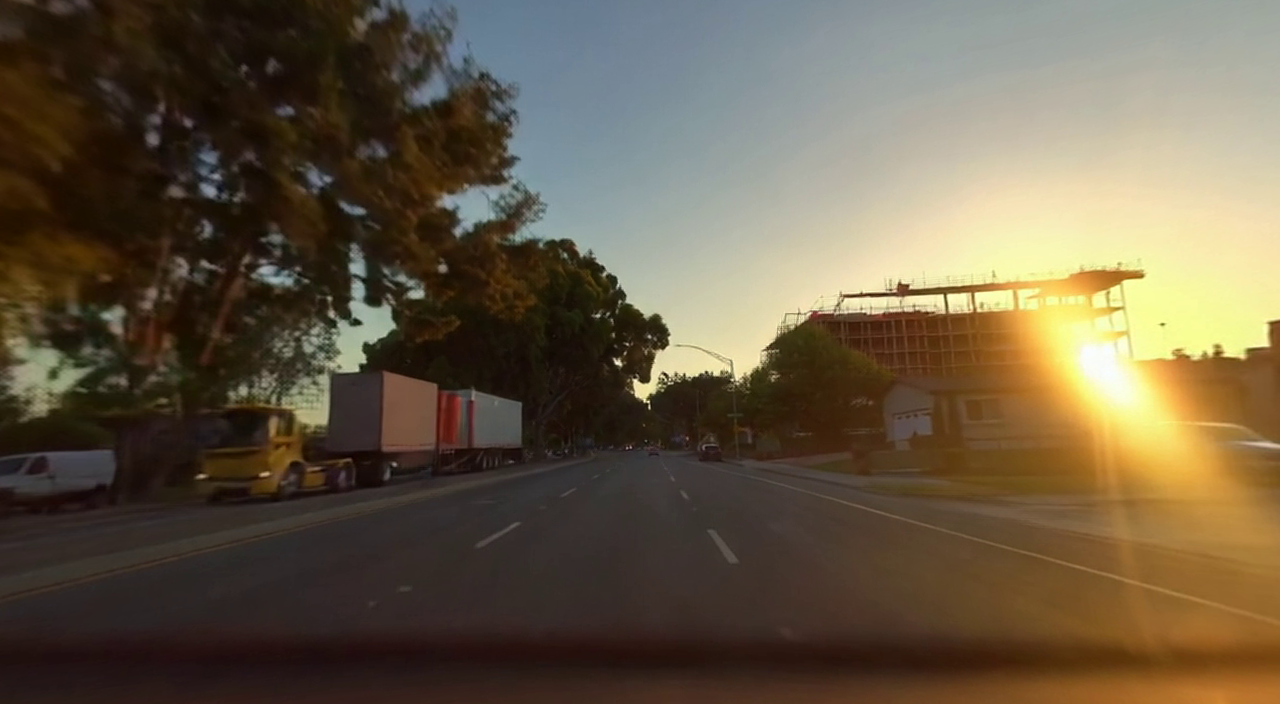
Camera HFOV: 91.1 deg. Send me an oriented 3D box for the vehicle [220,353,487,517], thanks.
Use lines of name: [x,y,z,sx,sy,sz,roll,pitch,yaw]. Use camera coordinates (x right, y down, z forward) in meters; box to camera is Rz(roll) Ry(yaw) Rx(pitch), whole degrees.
vehicle: [-7.363,2.488,18.447,3.032,3.524,9.640,0,-8,2]

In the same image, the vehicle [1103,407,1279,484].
vehicle: [16.417,2.680,17.935,2.021,1.835,5.654,1,-8,0]

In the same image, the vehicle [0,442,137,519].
vehicle: [-18.217,3.780,18.471,2.154,1.987,5.836,-5,-8,-1]
